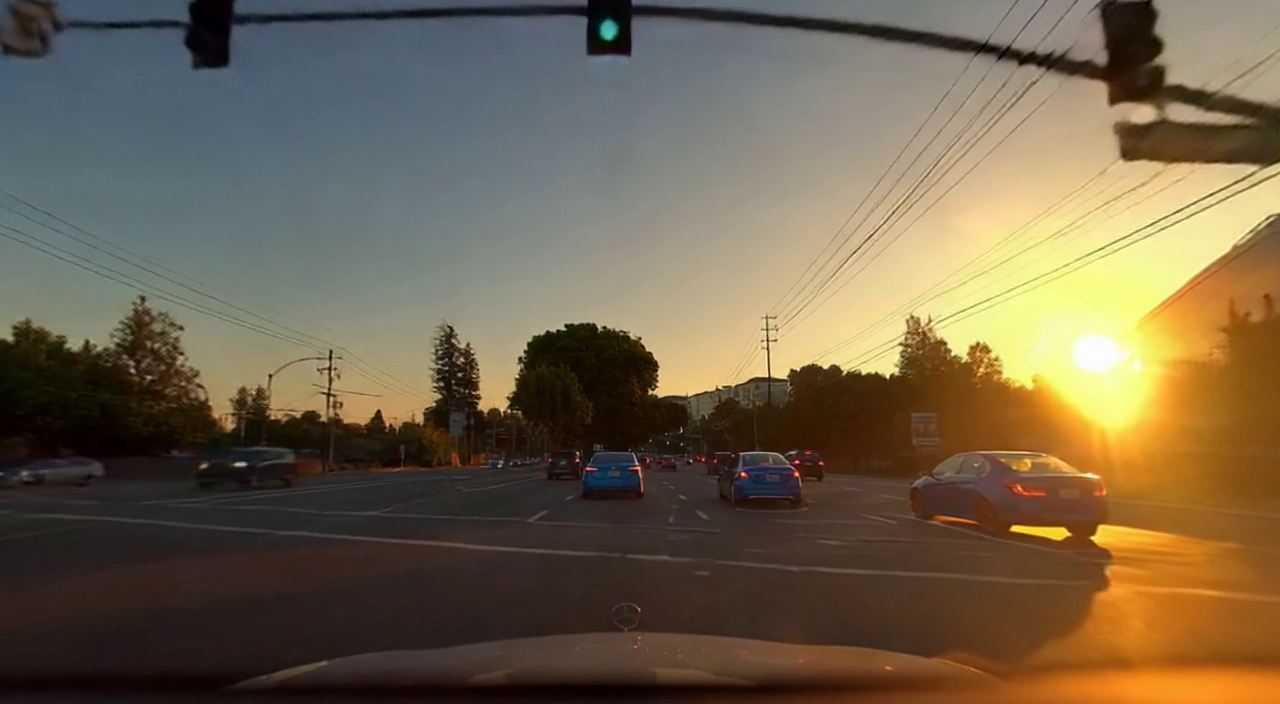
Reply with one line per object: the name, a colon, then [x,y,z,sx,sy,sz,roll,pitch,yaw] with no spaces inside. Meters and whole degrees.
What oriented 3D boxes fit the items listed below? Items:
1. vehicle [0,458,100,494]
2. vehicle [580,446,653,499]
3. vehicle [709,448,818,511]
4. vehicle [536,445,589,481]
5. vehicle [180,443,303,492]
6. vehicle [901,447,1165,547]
vehicle: [-27.946,5.737,29.585,1.859,1.482,3.717,-1,-8,4]
vehicle: [-0.689,3.759,20.132,2.065,1.464,4.216,0,-8,0]
vehicle: [3.261,3.447,17.711,2.053,1.490,4.464,0,-8,-1]
vehicle: [-3.769,5.476,31.481,2.073,1.606,4.364,0,-8,1]
vehicle: [-16.336,4.714,26.261,2.064,1.827,4.647,0,-8,0]
vehicle: [6.863,2.530,11.794,2.004,1.455,4.417,0,-8,-1]
